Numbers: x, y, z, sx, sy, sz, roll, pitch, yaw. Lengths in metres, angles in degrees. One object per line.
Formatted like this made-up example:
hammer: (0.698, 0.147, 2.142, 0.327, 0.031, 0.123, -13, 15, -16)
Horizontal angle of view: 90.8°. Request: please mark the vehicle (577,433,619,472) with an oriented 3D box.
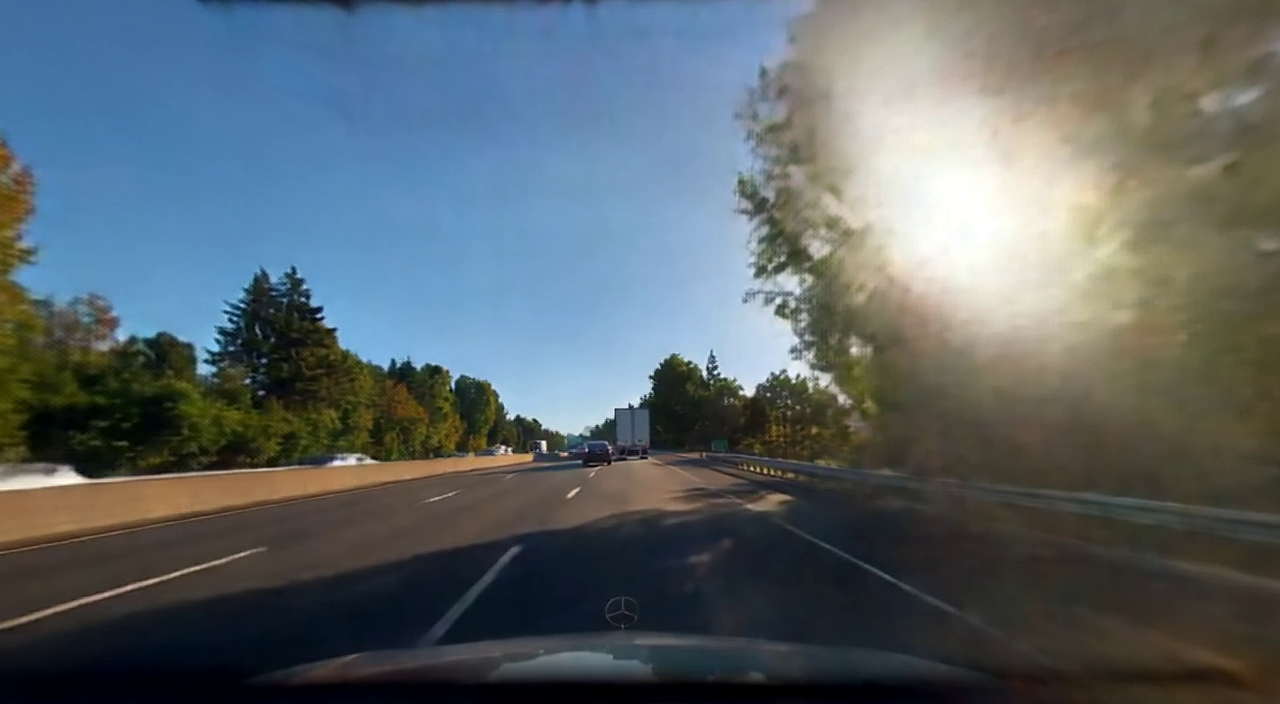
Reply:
vehicle: (-2.332, 5.466, 34.350, 2.139, 1.925, 4.312, 0, -9, -5)
